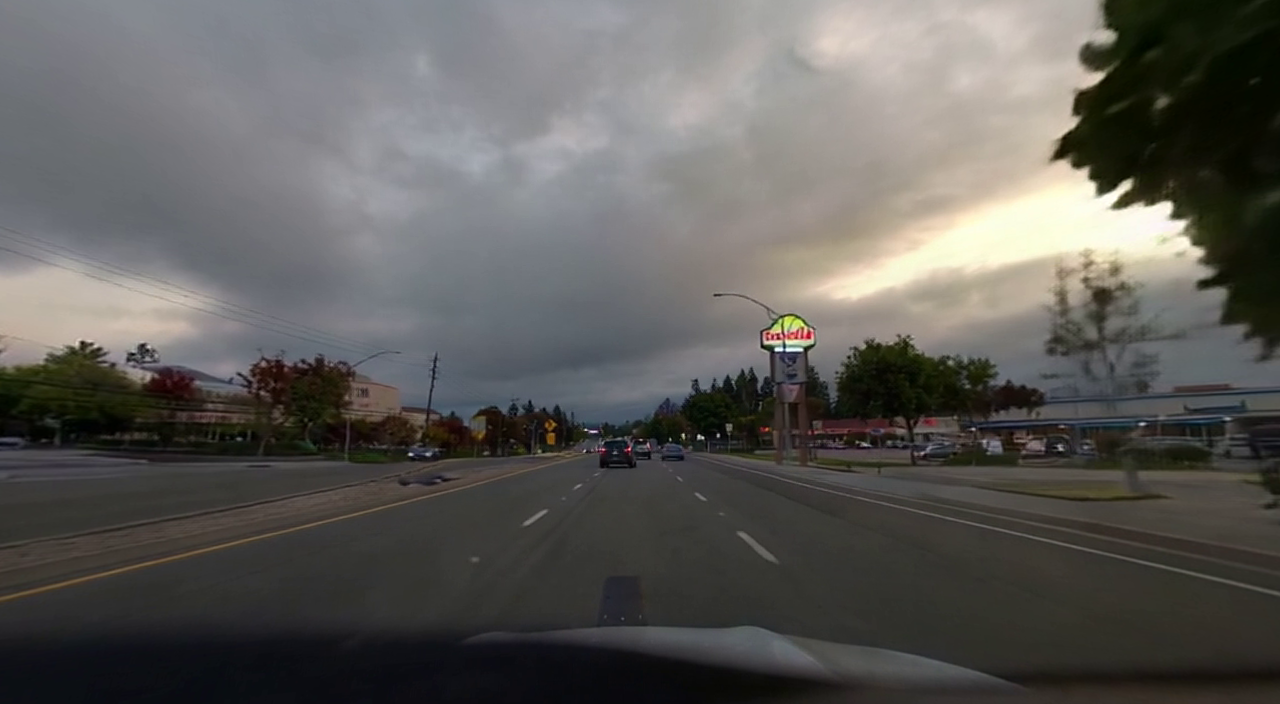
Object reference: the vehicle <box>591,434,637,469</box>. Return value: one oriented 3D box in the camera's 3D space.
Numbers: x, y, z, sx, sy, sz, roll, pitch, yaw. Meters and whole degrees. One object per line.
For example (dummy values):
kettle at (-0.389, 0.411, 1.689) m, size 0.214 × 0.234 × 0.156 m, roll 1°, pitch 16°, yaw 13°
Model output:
vehicle at (-1.418, 5.827, 36.967) m, size 2.222 × 1.899 × 5.006 m, roll 0°, pitch -8°, yaw 3°
